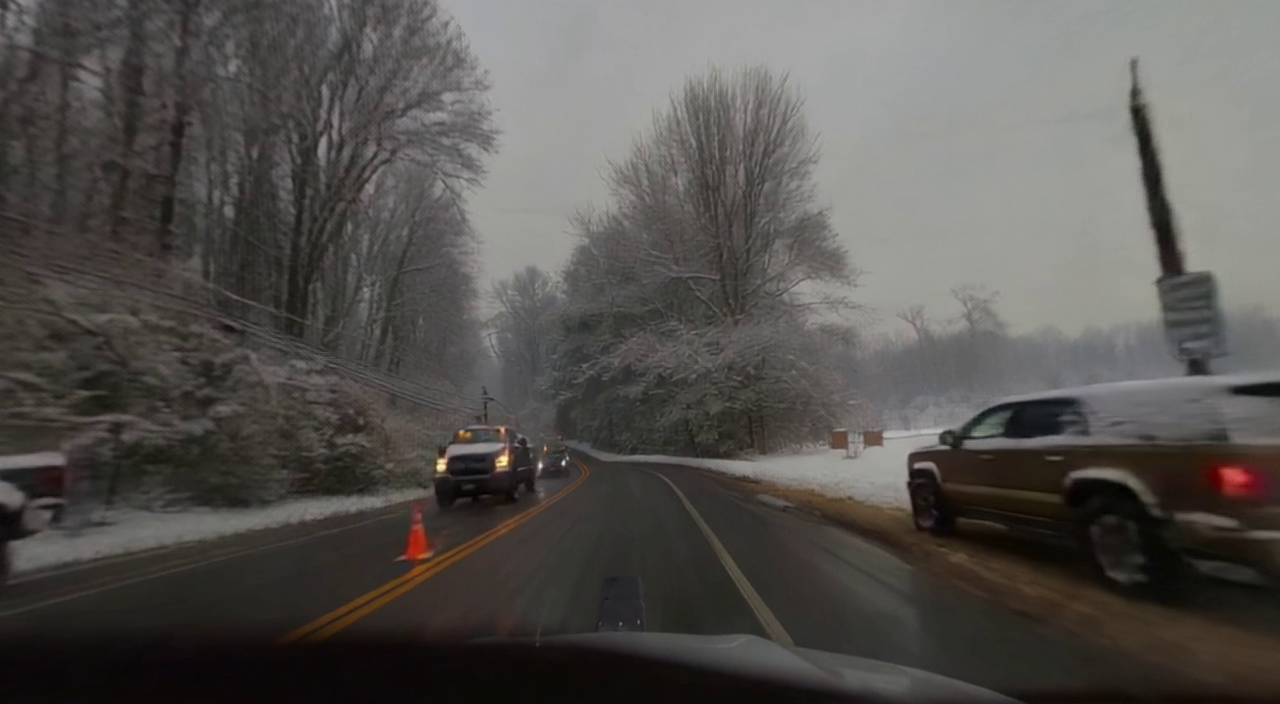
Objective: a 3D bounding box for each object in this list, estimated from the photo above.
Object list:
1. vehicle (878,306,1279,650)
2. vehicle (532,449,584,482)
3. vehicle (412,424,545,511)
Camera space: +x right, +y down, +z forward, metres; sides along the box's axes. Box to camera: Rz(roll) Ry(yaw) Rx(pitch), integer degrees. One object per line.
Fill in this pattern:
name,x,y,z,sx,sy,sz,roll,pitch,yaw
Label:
vehicle,5.189,1.143,6.412,2.845,2.053,6.457,0,-8,-2
vehicle,-3.843,5.375,30.257,2.032,1.444,4.164,0,-8,-2
vehicle,-4.079,3.021,17.035,2.221,1.969,5.153,0,-8,0
